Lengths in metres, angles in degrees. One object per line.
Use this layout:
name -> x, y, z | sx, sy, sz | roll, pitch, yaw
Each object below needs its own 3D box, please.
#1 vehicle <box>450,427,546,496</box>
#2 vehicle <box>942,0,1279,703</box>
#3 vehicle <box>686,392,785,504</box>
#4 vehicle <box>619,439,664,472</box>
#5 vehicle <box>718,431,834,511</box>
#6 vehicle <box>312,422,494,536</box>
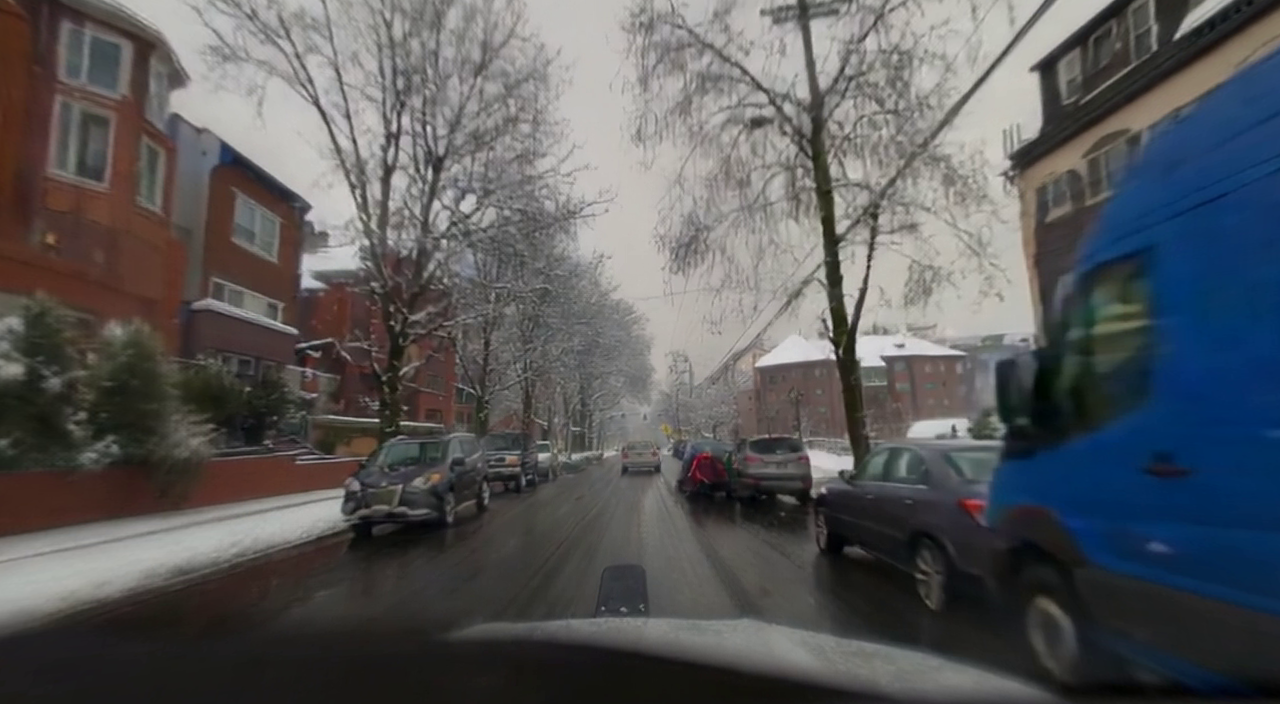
vehicle -> -4.540, 3.502, 20.845 | 2.022, 1.721, 4.355 | 1, -3, 2
vehicle -> 3.048, 0.201, 0.967 | 2.245, 2.843, 5.762 | 0, -8, 0
vehicle -> 2.922, 2.912, 21.008 | 2.489, 3.082, 6.627 | 1, -4, 2
vehicle -> 0.126, 5.029, 30.828 | 2.095, 1.510, 3.605 | 0, -8, 2
vehicle -> 3.086, 2.756, 15.184 | 1.901, 1.649, 4.118 | 0, -8, 0
vehicle -> -4.303, 2.280, 12.222 | 1.951, 1.662, 4.046 | 1, -4, 0
